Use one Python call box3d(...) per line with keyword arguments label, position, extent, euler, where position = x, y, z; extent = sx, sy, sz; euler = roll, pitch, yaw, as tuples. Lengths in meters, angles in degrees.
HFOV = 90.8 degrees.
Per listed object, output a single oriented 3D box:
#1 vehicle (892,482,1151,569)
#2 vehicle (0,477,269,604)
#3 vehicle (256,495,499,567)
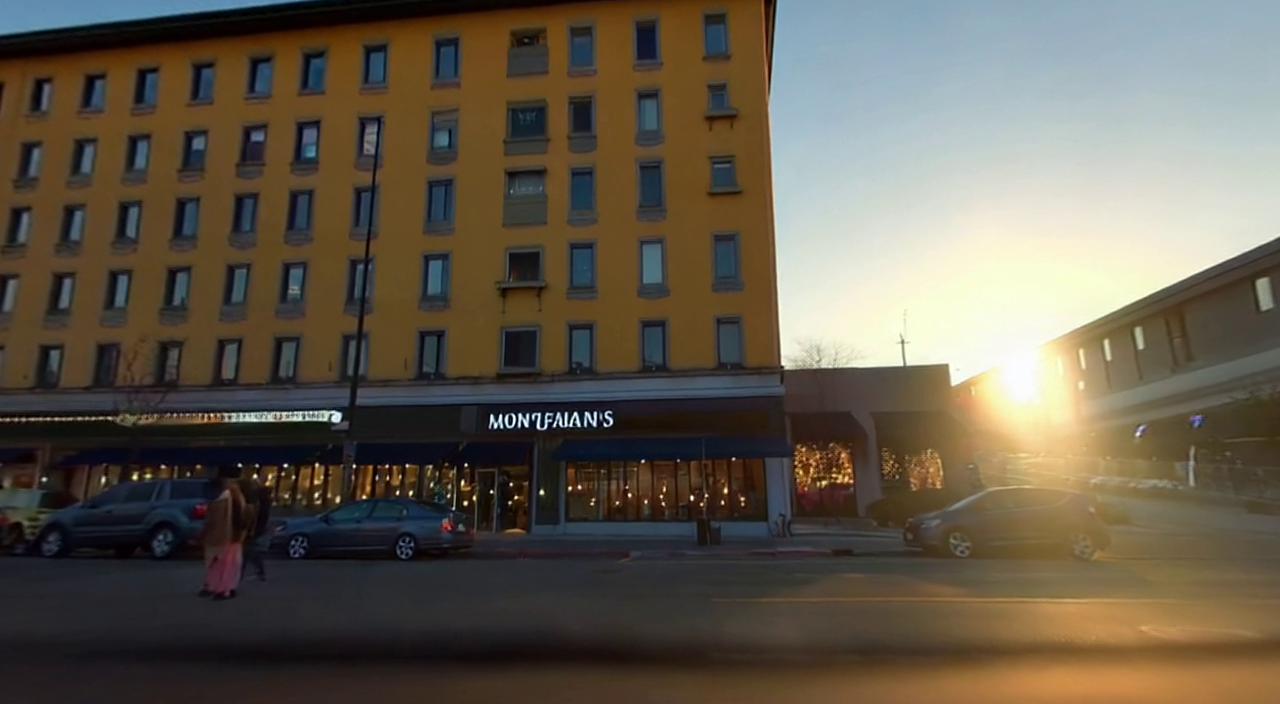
box3d(label="vehicle", position=(8.208, 3.772, 13.989), extent=(4.410, 1.687, 1.834), euler=(-1, -10, 3))
box3d(label="vehicle", position=(-7.980, 2.547, 8.997), extent=(4.330, 1.458, 1.932), euler=(-2, -10, 10))
box3d(label="vehicle", position=(-5.932, 4.088, 14.654), extent=(4.830, 1.421, 1.826), euler=(-1, -10, 5))
